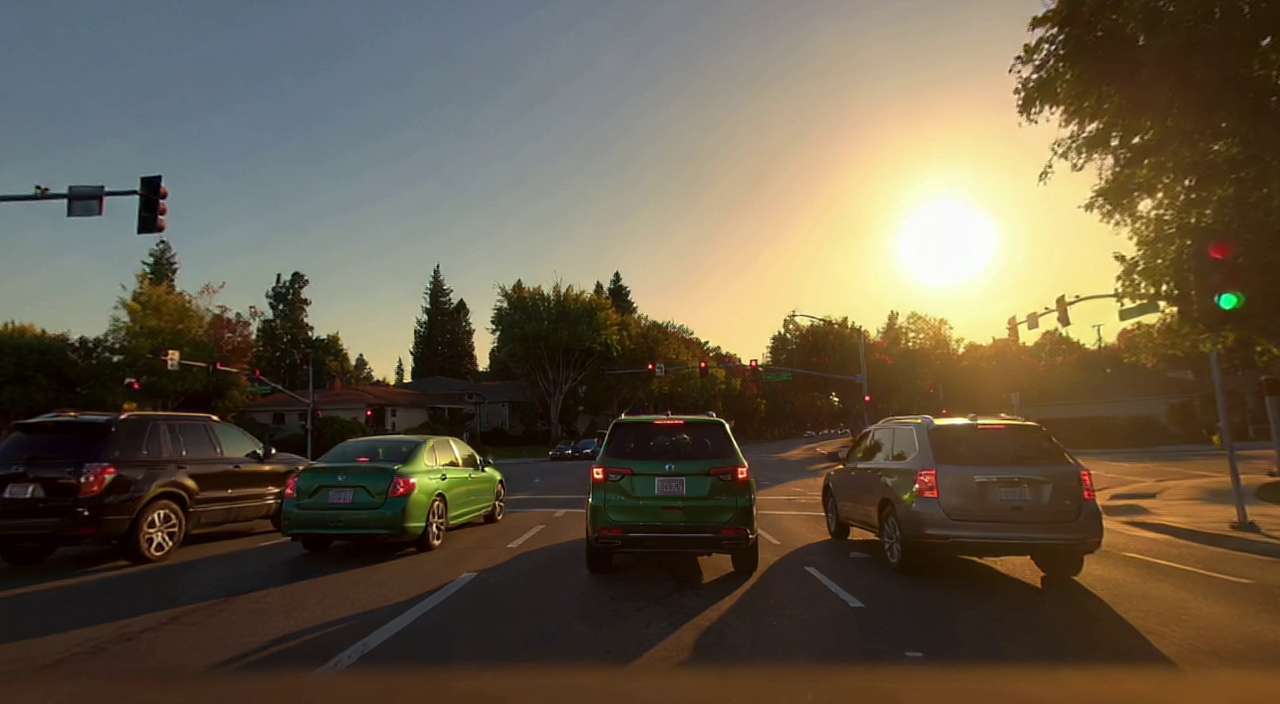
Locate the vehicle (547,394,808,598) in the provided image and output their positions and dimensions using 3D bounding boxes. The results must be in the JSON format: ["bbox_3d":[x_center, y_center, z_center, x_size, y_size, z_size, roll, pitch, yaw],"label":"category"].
[{"bbox_3d":[0.398,1.522,7.499,2.198,1.708,4.170,0,-8,2],"label":"vehicle"}]

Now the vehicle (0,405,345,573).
[{"bbox_3d":[-6.618,1.827,9.252,2.075,1.796,4.785,0,-8,2],"label":"vehicle"}]

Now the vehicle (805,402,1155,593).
[{"bbox_3d":[3.531,1.588,7.747,2.047,1.638,4.395,-1,-8,4],"label":"vehicle"}]

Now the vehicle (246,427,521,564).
[{"bbox_3d":[-3.231,1.887,9.111,1.885,1.475,4.359,-1,-8,4],"label":"vehicle"}]
